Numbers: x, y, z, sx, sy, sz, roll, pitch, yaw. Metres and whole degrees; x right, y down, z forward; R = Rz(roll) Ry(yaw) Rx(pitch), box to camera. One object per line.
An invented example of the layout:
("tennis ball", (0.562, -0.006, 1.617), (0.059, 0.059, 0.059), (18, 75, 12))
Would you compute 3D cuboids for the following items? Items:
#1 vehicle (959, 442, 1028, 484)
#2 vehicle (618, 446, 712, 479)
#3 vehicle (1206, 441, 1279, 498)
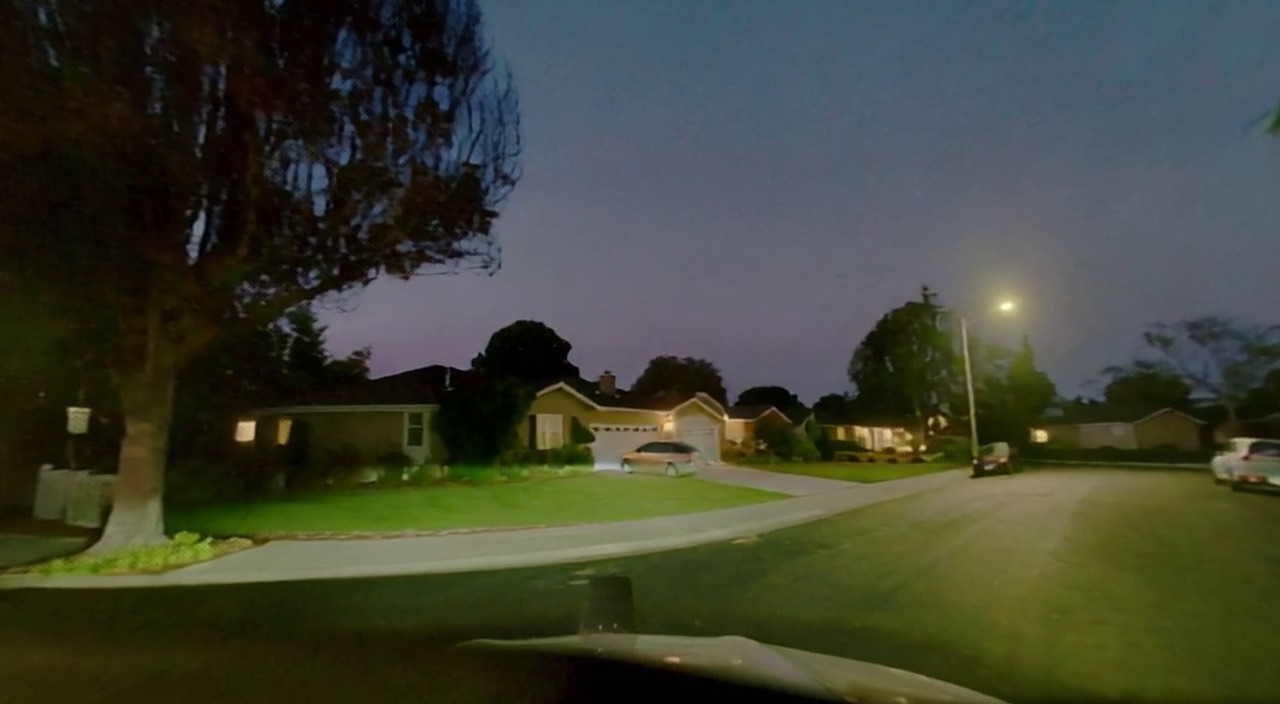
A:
("vehicle", (18.177, 5.651, 32.362), (2.208, 1.834, 4.675), (-12, -14, 35))
("vehicle", (1.196, 5.452, 31.498), (4.404, 1.495, 1.844), (-7, -11, 37))
("vehicle", (19.132, 3.558, 19.444), (2.005, 1.553, 3.984), (-3, -8, 35))
